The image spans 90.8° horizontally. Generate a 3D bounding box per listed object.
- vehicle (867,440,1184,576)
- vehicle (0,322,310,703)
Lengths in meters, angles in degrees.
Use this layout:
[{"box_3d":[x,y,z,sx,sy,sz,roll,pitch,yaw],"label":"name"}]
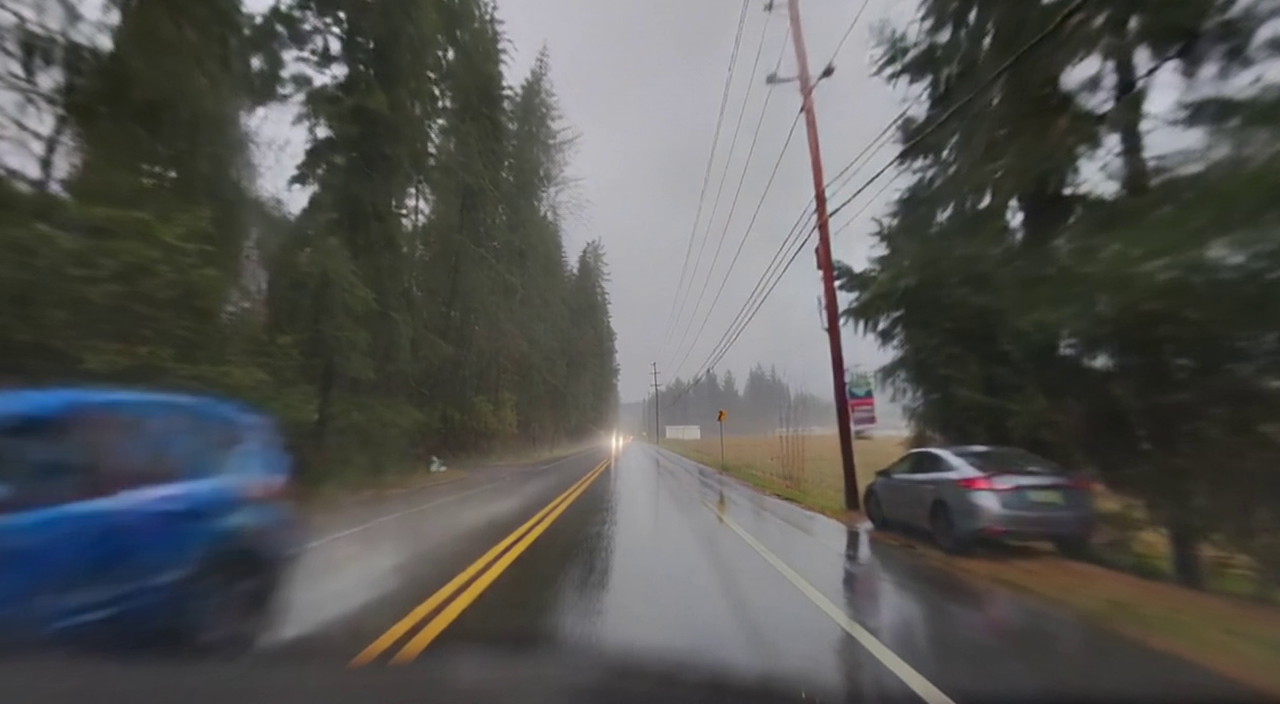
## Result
[{"box_3d":[5.036,2.047,9.162,1.905,1.482,4.240,0,-9,0],"label":"vehicle"},{"box_3d":[-3.231,0.733,1.957,2.023,1.722,4.372,0,-8,0],"label":"vehicle"}]
